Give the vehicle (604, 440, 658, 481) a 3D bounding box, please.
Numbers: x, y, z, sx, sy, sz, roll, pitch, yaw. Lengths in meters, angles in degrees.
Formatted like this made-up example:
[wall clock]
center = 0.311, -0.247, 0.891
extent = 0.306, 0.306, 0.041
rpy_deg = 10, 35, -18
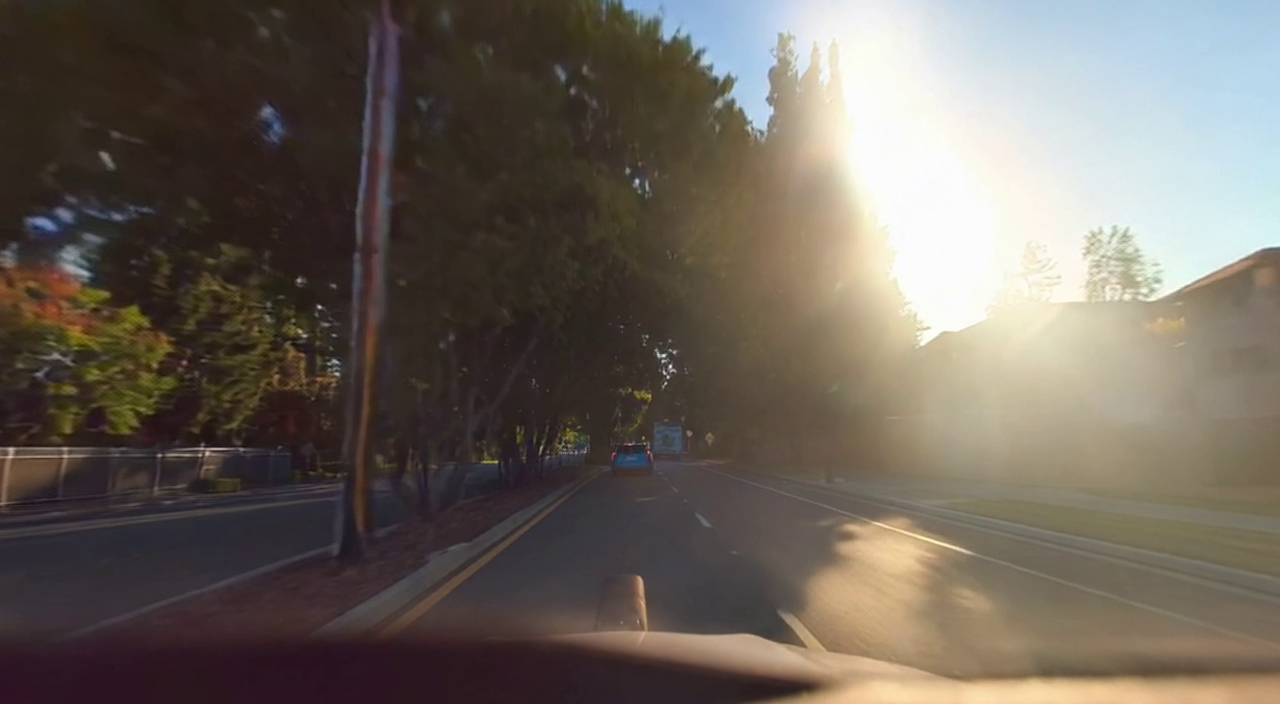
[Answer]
[vehicle]
center = -0.345, 4.348, 25.702
extent = 2.018, 1.511, 3.993
rpy_deg = 0, -8, 0
